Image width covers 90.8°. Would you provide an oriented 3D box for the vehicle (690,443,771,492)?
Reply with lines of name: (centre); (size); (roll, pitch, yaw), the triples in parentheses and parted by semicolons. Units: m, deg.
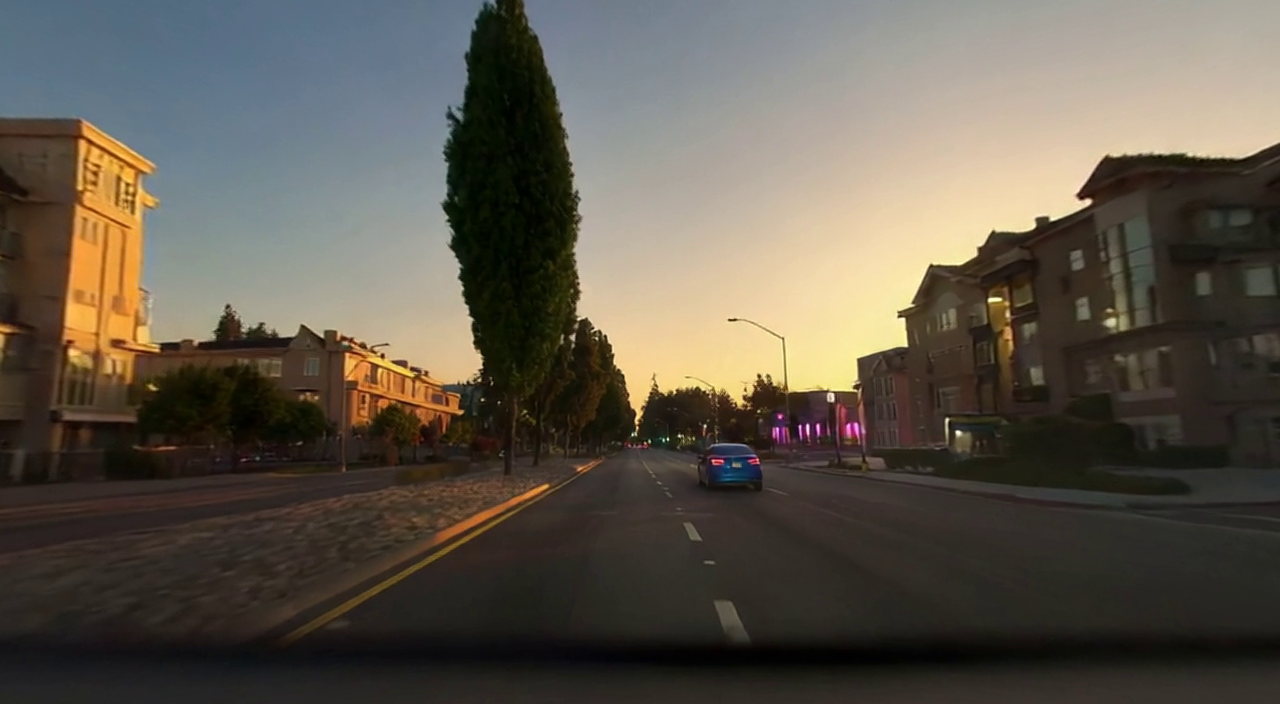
vehicle: (2.834, 3.720, 20.784); (1.929, 1.411, 4.284); (0, -8, -2)
